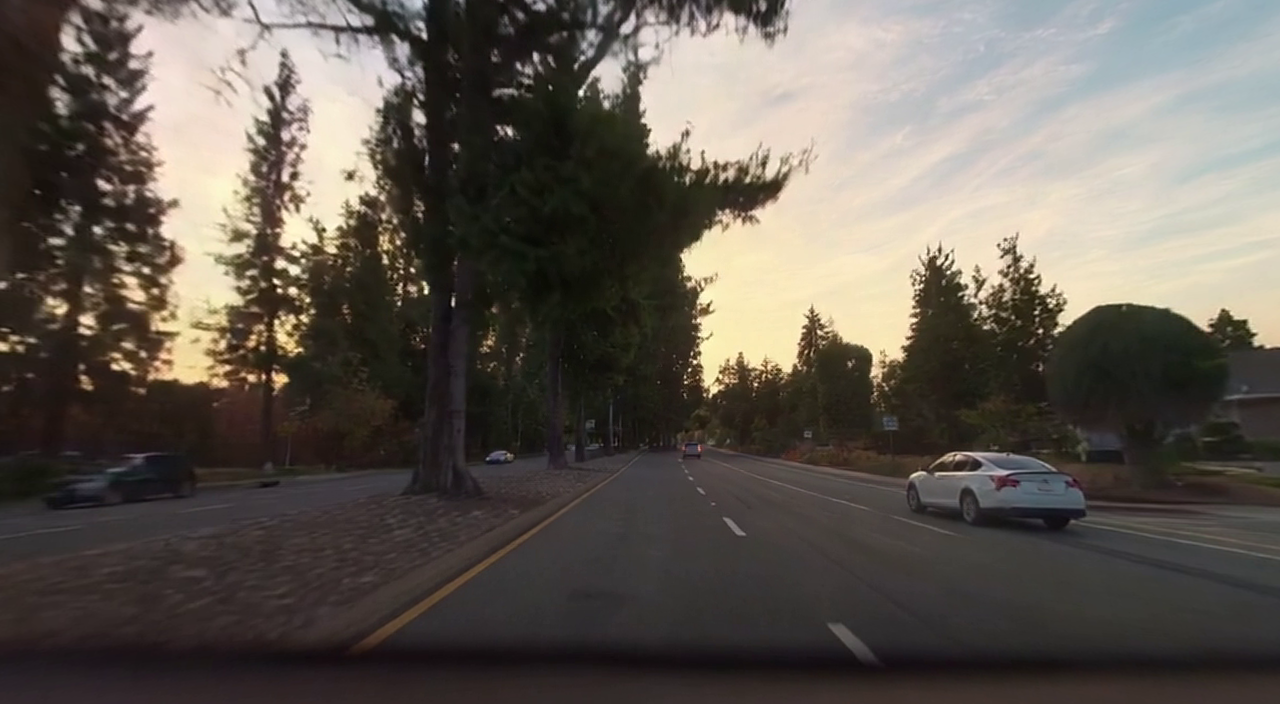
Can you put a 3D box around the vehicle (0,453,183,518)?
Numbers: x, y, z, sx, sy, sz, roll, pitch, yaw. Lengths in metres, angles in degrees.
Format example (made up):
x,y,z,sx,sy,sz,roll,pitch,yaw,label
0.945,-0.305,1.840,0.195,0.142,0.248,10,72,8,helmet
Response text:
x,y,z,sx,sy,sz,roll,pitch,yaw,label
-17.011,4.033,19.612,2.026,1.690,4.656,0,-8,0,vehicle

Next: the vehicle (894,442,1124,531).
x,y,z,sx,sy,sz,roll,pitch,yaw,label
6.985,2.544,12.618,1.855,1.444,4.389,0,-8,-2,vehicle

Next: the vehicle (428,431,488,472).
x,y,z,sx,sy,sz,roll,pitch,yaw,label
-13.124,7.203,45.902,2.305,2.791,6.543,0,-8,1,vehicle
